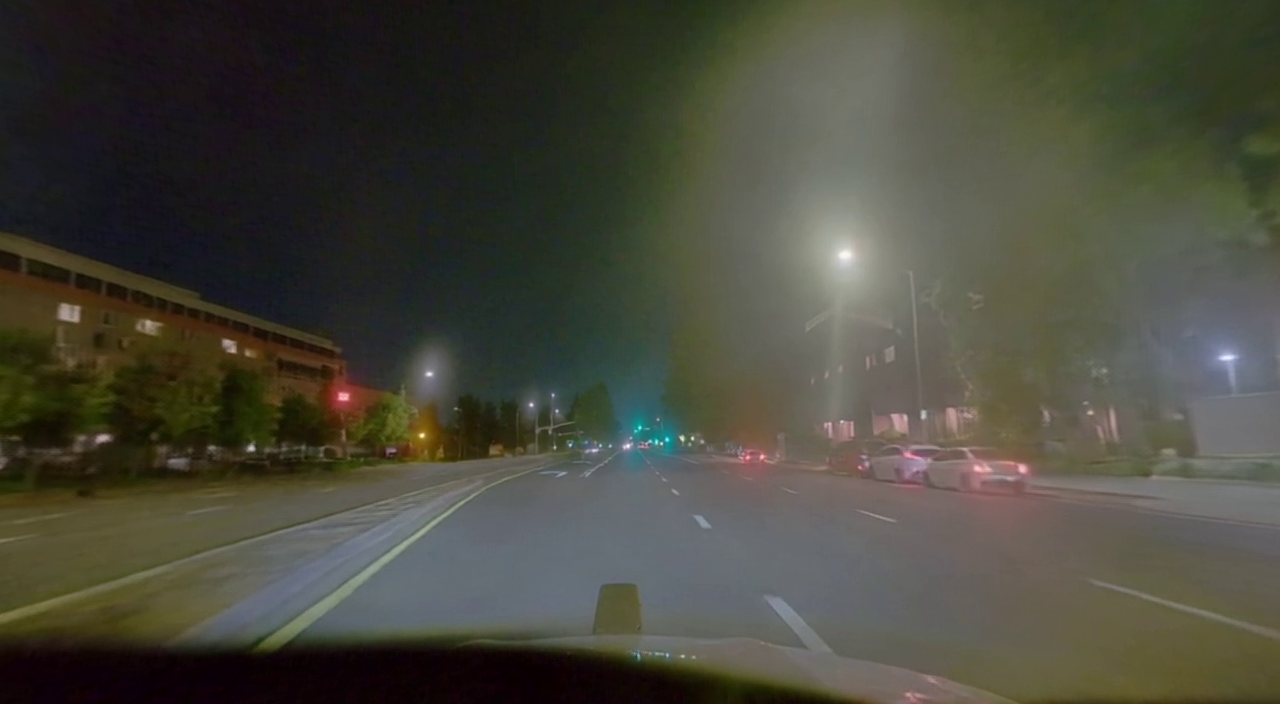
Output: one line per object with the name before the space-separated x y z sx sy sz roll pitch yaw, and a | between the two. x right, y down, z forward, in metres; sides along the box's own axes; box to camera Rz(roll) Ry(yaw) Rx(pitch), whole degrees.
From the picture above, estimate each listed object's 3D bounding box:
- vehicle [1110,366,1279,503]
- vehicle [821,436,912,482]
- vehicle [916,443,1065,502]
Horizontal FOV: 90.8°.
vehicle | 17.075 2.171 16.678 6.927 3.298 2.751 0 -9 0
vehicle | 9.984 4.734 28.319 2.092 1.848 4.879 0 -9 -2
vehicle | 10.291 3.537 18.979 1.931 1.565 4.043 1 -9 -4
